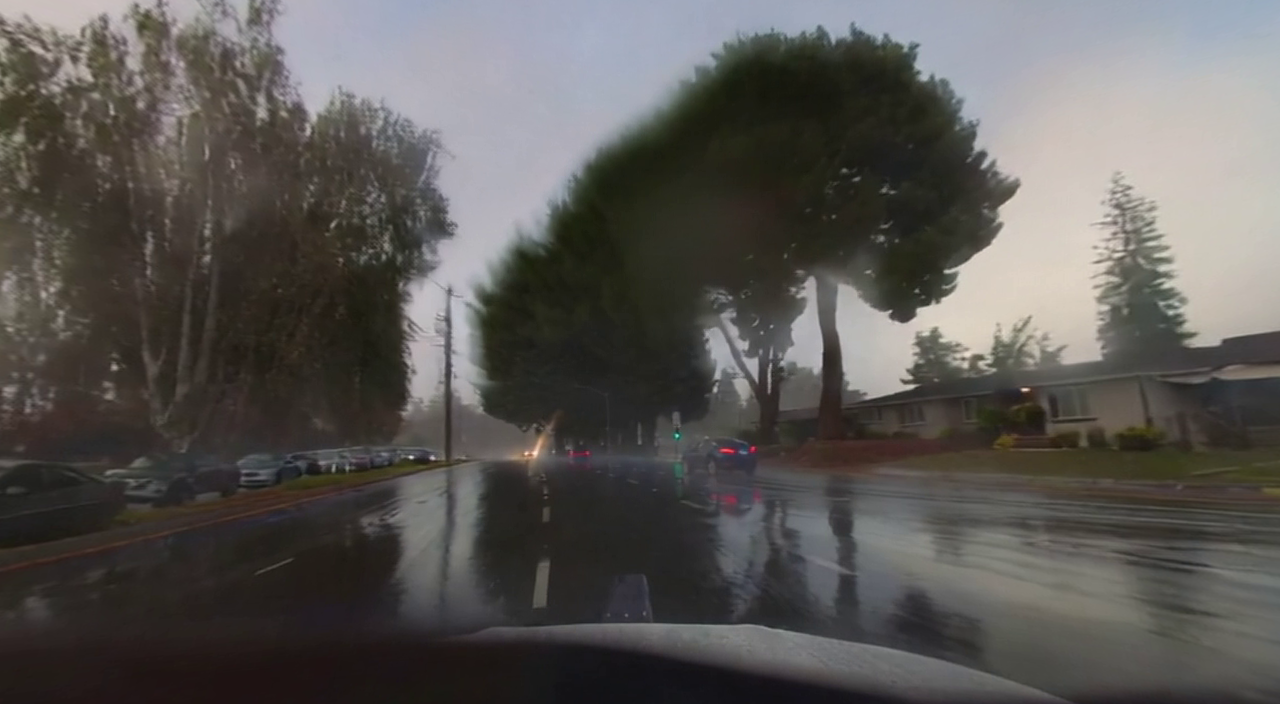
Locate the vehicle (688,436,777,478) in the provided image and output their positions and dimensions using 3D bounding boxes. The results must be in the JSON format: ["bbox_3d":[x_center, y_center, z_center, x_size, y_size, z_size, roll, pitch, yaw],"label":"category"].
[{"bbox_3d":[4.331,5.022,30.474,2.102,1.798,4.995,3,-9,-20],"label":"vehicle"}]

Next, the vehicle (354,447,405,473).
[{"bbox_3d":[-17.033,7.027,41.388,2.185,1.442,4.180,-1,-8,-9],"label":"vehicle"}]

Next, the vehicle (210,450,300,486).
[{"bbox_3d":[-17.509,5.293,28.949,1.759,1.451,4.436,-1,-9,-6],"label":"vehicle"}]

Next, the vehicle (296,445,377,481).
[{"bbox_3d":[-14.229,5.193,29.878,2.057,1.537,4.410,1,-8,-6],"label":"vehicle"}]

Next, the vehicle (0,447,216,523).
[{"bbox_3d":[-12.186,2.920,14.565,2.043,1.431,4.659,1,-8,-8],"label":"vehicle"}]
